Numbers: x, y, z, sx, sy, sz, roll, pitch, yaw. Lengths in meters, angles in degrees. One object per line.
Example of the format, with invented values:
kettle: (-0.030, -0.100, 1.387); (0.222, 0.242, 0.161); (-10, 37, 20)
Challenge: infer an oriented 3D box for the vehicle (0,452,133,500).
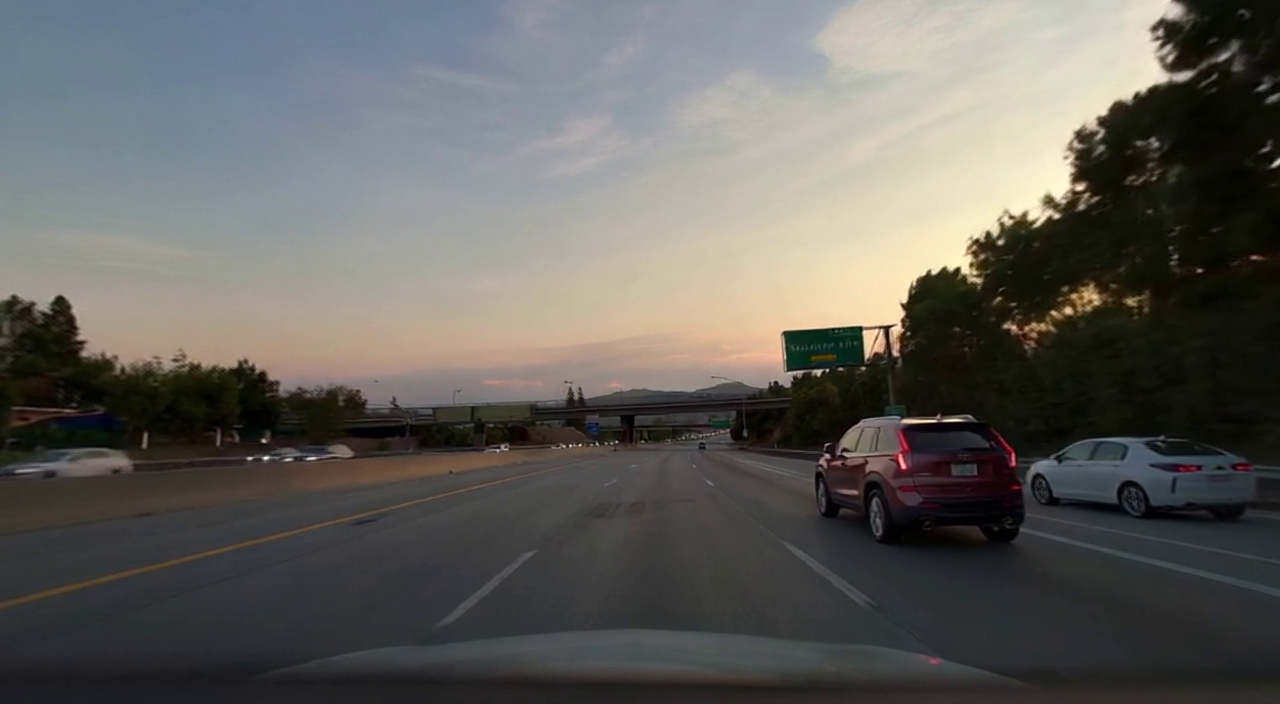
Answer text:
vehicle: (-20.939, 4.335, 22.453); (1.800, 1.469, 4.518); (0, -8, 2)

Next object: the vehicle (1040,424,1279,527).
vehicle: (10.325, 2.309, 12.375); (2.024, 1.628, 4.417); (0, -8, 0)

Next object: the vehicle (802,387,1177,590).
vehicle: (3.592, 1.499, 7.757); (2.019, 1.732, 4.579); (0, -8, 1)

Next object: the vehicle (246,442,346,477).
vehicle: (-16.696, 5.207, 30.954); (2.000, 1.557, 4.784); (-1, -8, 3)
